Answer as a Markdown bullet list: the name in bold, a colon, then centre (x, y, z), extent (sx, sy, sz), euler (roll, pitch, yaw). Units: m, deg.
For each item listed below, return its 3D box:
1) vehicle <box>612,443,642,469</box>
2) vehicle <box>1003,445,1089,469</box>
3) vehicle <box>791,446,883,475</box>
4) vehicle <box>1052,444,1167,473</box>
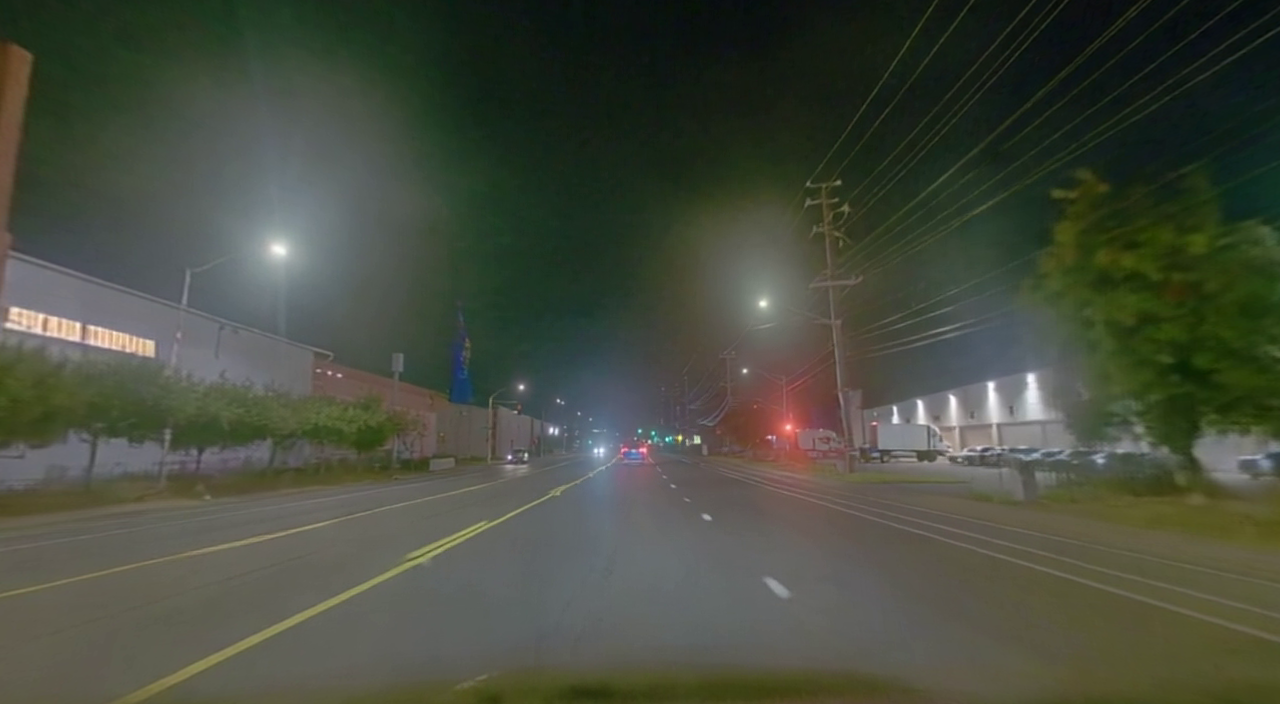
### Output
- **vehicle**: centre (-0.839, 6.914, 42.230), extent (1.937, 1.588, 3.746), euler (0, -8, -1)
- **vehicle**: centre (25.736, 6.657, 40.177), extent (4.134, 1.441, 1.836), euler (-1, -8, 2)
- **vehicle**: centre (11.683, 6.449, 37.690), extent (4.758, 1.496, 1.871), euler (-1, -9, -1)
- **vehicle**: centre (25.713, 5.821, 34.717), extent (4.625, 1.484, 1.997), euler (0, -8, 1)
